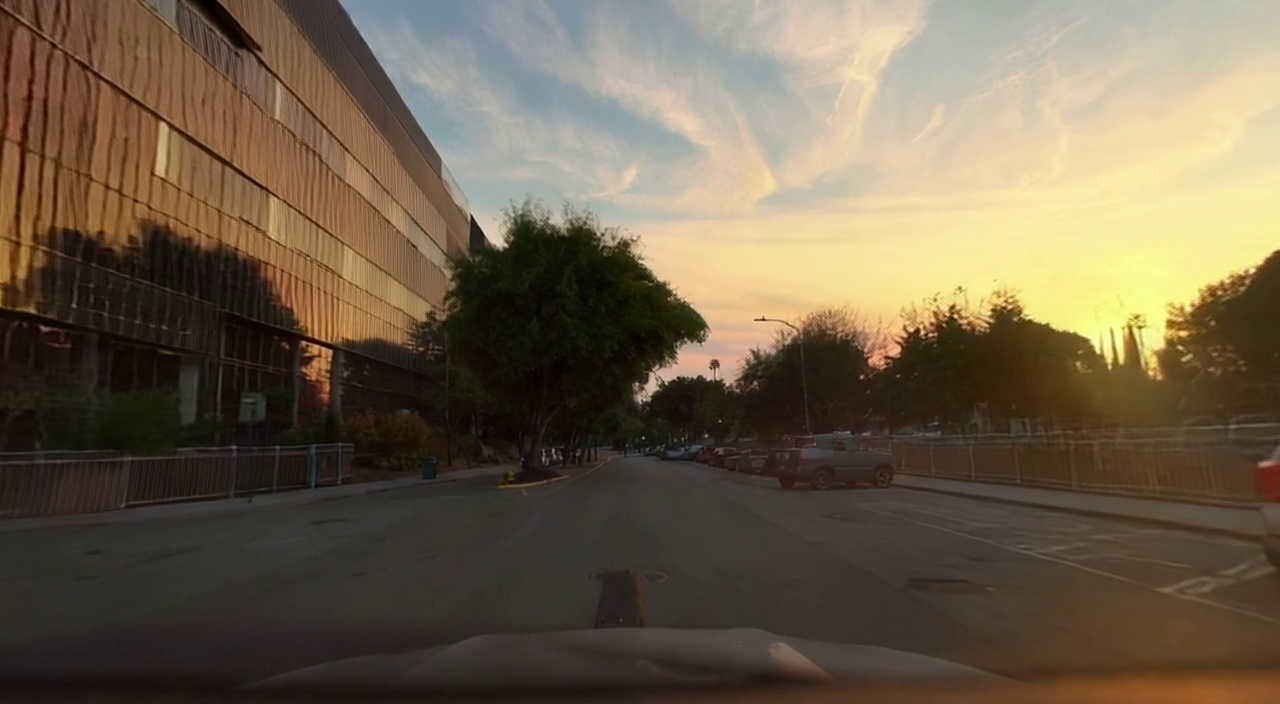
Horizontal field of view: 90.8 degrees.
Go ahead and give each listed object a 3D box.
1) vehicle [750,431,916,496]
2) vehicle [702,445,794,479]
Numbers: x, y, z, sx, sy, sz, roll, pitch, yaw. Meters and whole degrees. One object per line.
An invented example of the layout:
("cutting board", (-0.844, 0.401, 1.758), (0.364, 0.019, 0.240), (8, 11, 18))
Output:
("vehicle", (6.435, 3.614, 20.993), (5.061, 1.829, 2.274), (3, -9, -29))
("vehicle", (5.054, 5.098, 29.481), (3.752, 1.494, 2.083), (6, -10, -30))
